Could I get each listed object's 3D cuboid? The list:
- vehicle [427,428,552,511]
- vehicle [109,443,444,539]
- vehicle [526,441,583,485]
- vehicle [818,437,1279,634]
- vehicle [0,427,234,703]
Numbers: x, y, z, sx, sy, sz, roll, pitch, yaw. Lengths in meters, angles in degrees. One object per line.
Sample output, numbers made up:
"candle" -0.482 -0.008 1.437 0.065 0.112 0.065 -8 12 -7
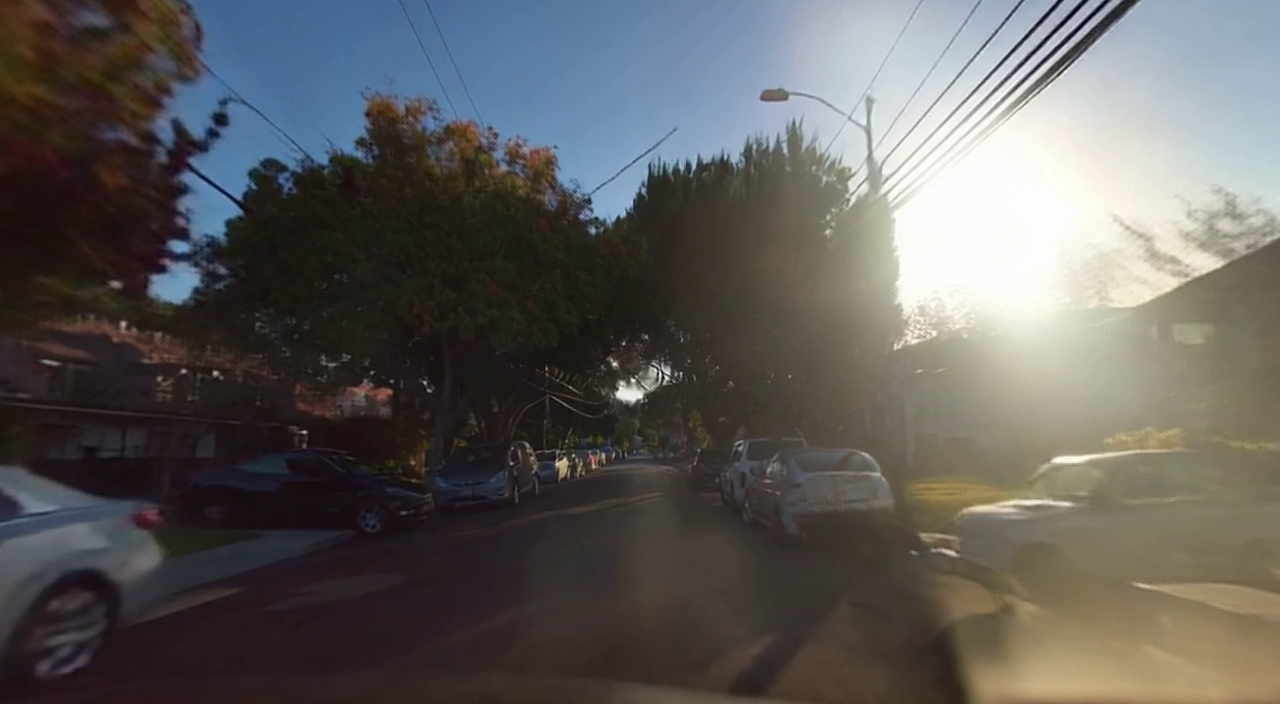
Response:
"vehicle" -3.974 3.198 17.779 2.280 1.953 5.092 0 -8 0
"vehicle" -6.265 2.432 11.449 4.816 1.519 1.920 0 -8 -4
"vehicle" -3.776 4.959 28.674 2.014 1.780 4.757 0 -8 -1
"vehicle" 4.234 1.576 5.999 4.471 1.493 1.886 0 -8 -2
"vehicle" -4.129 1.058 2.443 1.988 1.541 4.686 0 -8 0
